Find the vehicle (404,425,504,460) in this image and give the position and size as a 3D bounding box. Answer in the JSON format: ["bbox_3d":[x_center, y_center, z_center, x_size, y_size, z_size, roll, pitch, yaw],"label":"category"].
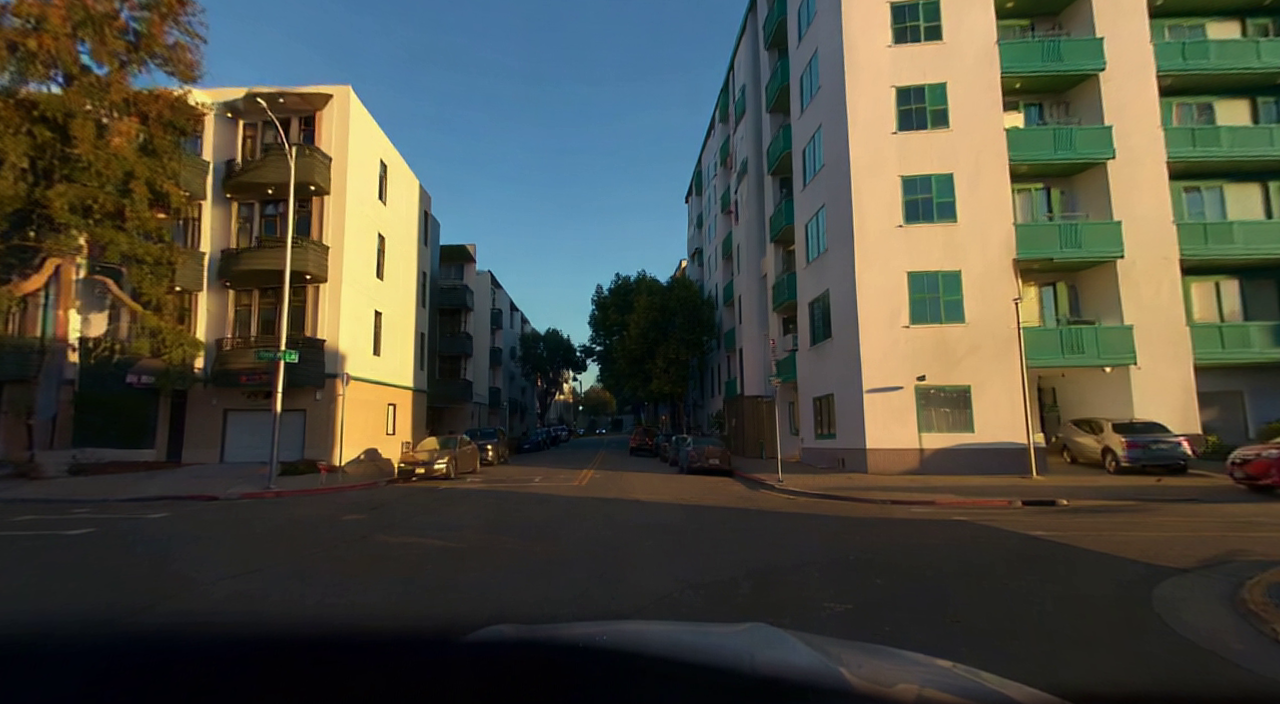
[{"bbox_3d":[-11.441,5.591,38.875,5.540,1.950,2.113,4,-12,-28],"label":"vehicle"}]

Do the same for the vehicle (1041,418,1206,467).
[{"bbox_3d":[15.330,2.897,20.142,3.752,1.453,1.709,0,-9,2],"label":"vehicle"}]

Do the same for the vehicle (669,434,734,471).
[{"bbox_3d":[2.529,4.311,27.153,2.290,1.456,4.503,0,-8,-1],"label":"vehicle"}]
